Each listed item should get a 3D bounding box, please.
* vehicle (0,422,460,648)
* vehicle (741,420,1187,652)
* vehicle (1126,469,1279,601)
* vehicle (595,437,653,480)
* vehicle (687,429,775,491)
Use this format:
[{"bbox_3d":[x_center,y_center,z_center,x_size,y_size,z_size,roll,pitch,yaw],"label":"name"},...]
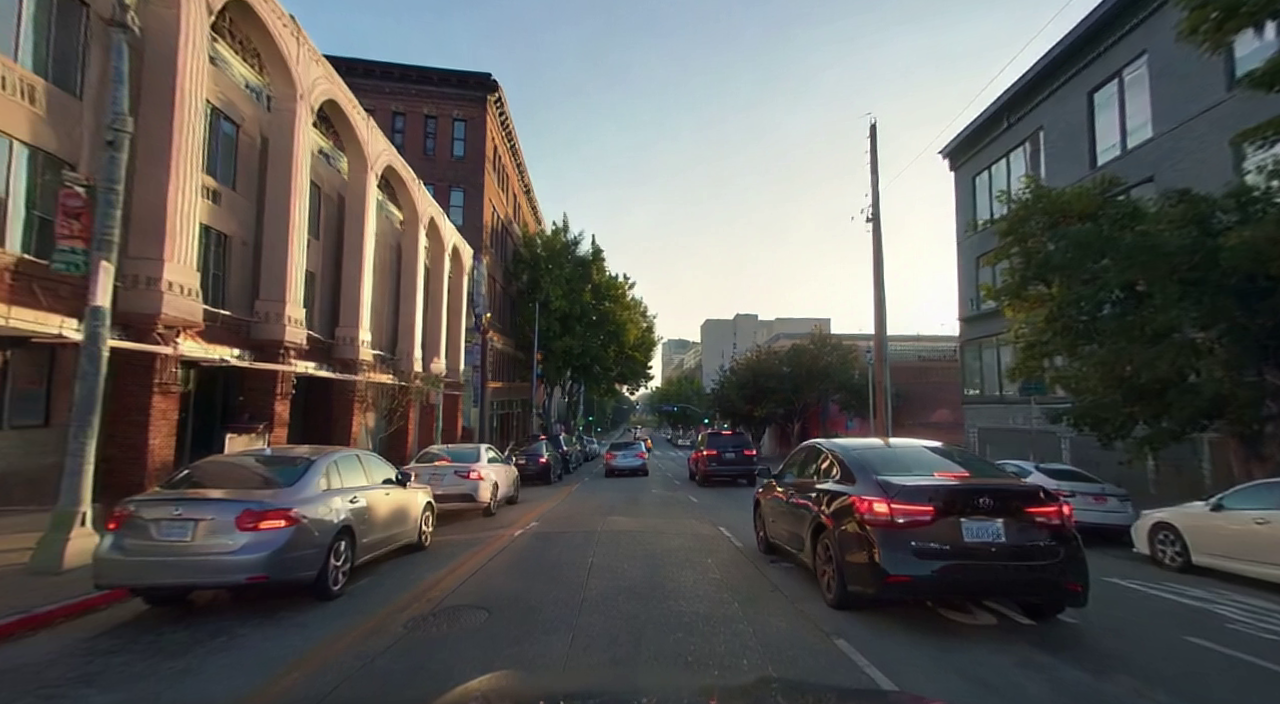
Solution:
[{"bbox_3d":[-3.515,1.577,6.616,1.955,1.504,4.618,0,-8,-1],"label":"vehicle"},{"bbox_3d":[2.496,1.542,6.465,2.080,1.495,4.591,0,-8,-1],"label":"vehicle"},{"bbox_3d":[8.537,2.237,7.550,1.862,1.461,4.324,0,-8,0],"label":"vehicle"},{"bbox_3d":[-0.550,3.954,23.621,2.007,1.460,3.923,0,-8,0],"label":"vehicle"},{"bbox_3d":[2.717,3.353,19.880,2.002,1.707,4.547,0,-8,-1],"label":"vehicle"}]
